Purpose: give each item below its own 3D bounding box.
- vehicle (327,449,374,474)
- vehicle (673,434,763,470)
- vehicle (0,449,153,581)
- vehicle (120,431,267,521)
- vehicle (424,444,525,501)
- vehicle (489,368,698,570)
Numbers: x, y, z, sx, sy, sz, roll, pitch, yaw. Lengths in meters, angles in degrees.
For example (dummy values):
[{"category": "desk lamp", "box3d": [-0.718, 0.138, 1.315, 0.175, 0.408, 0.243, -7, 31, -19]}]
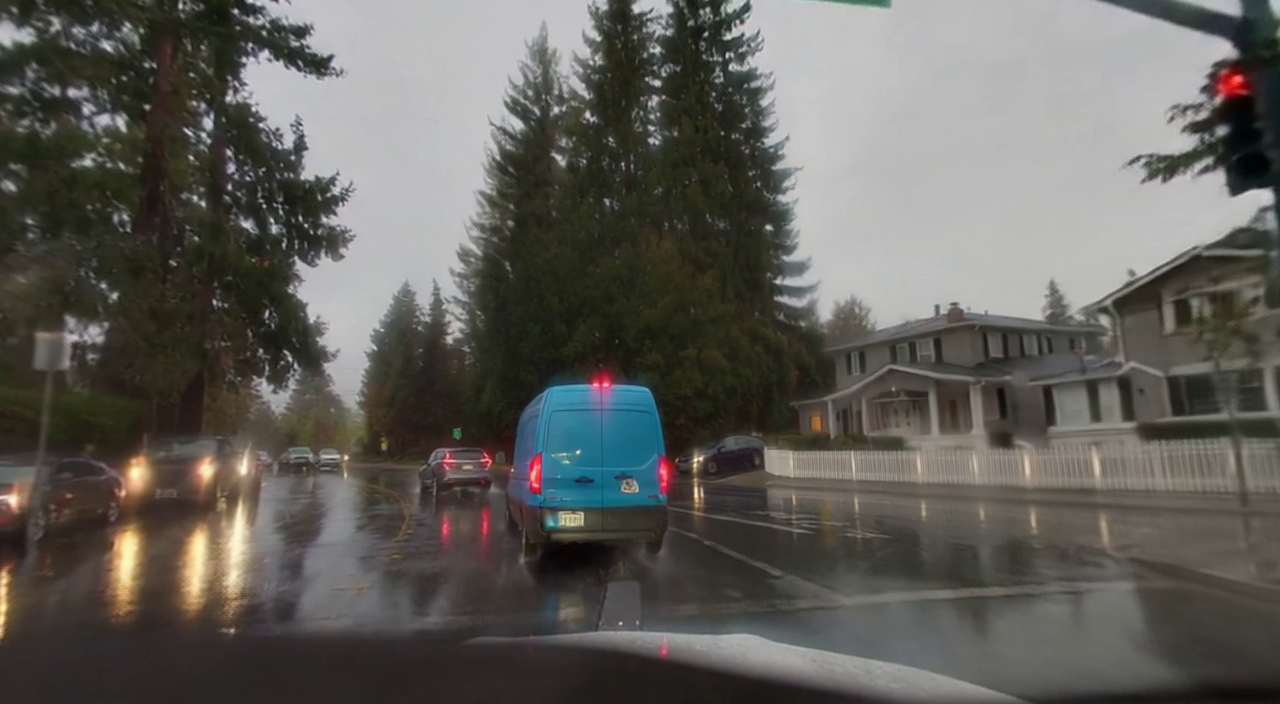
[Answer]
[{"category": "vehicle", "box3d": [-18.810, 7.078, 40.917, 1.911, 1.493, 4.291, 6, -10, -35]}, {"category": "vehicle", "box3d": [4.124, 5.204, 33.171, 4.559, 1.754, 1.985, 6, -11, -36]}, {"category": "vehicle", "box3d": [-8.377, 1.959, 7.820, 1.952, 1.461, 4.377, 2, -9, -13]}, {"category": "vehicle", "box3d": [-11.238, 3.071, 16.387, 2.228, 1.871, 5.492, 4, -10, -27]}, {"category": "vehicle", "box3d": [-5.031, 3.471, 18.741, 2.008, 1.445, 4.386, 4, -9, -26]}, {"category": "vehicle", "box3d": [-1.019, 1.611, 9.318, 2.213, 2.124, 4.809, 2, -9, -14]}]
